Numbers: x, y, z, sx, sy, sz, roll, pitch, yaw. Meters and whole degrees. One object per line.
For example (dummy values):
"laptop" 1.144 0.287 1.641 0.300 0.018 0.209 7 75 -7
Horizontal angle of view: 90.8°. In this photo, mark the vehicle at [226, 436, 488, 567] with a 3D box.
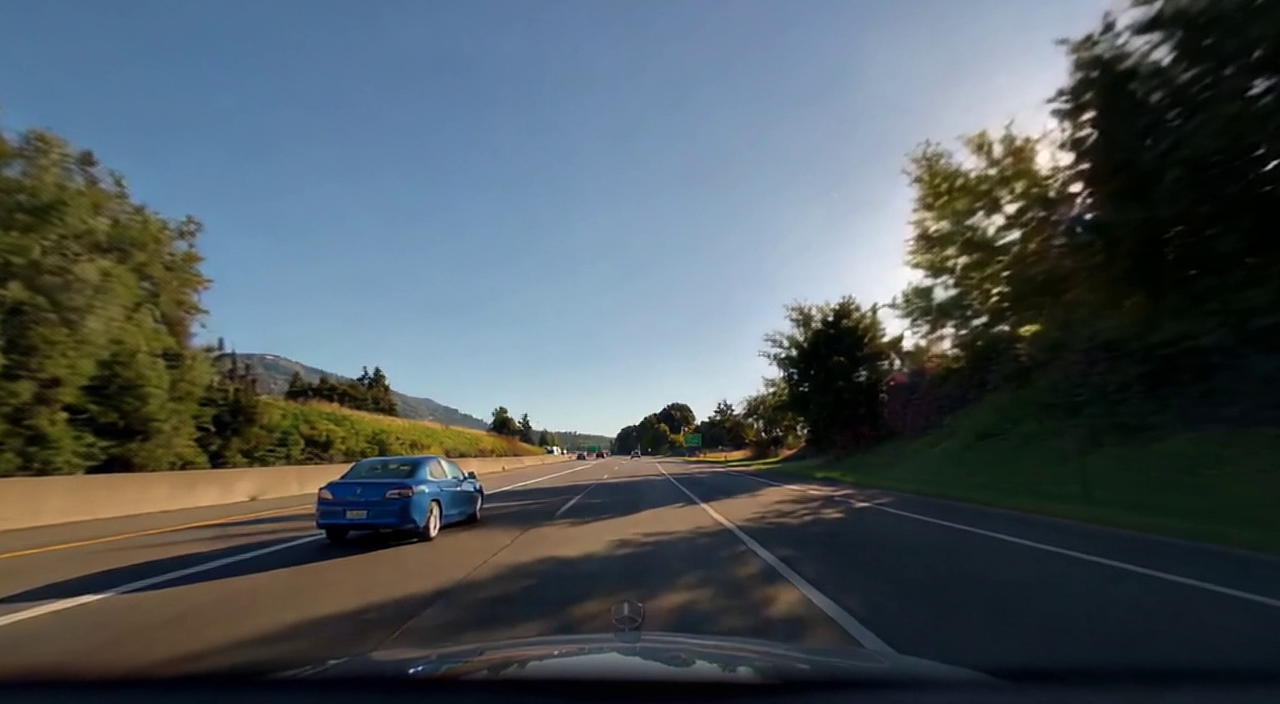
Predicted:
"vehicle" -3.865 2.085 9.536 2.121 1.537 3.852 0 -9 1
